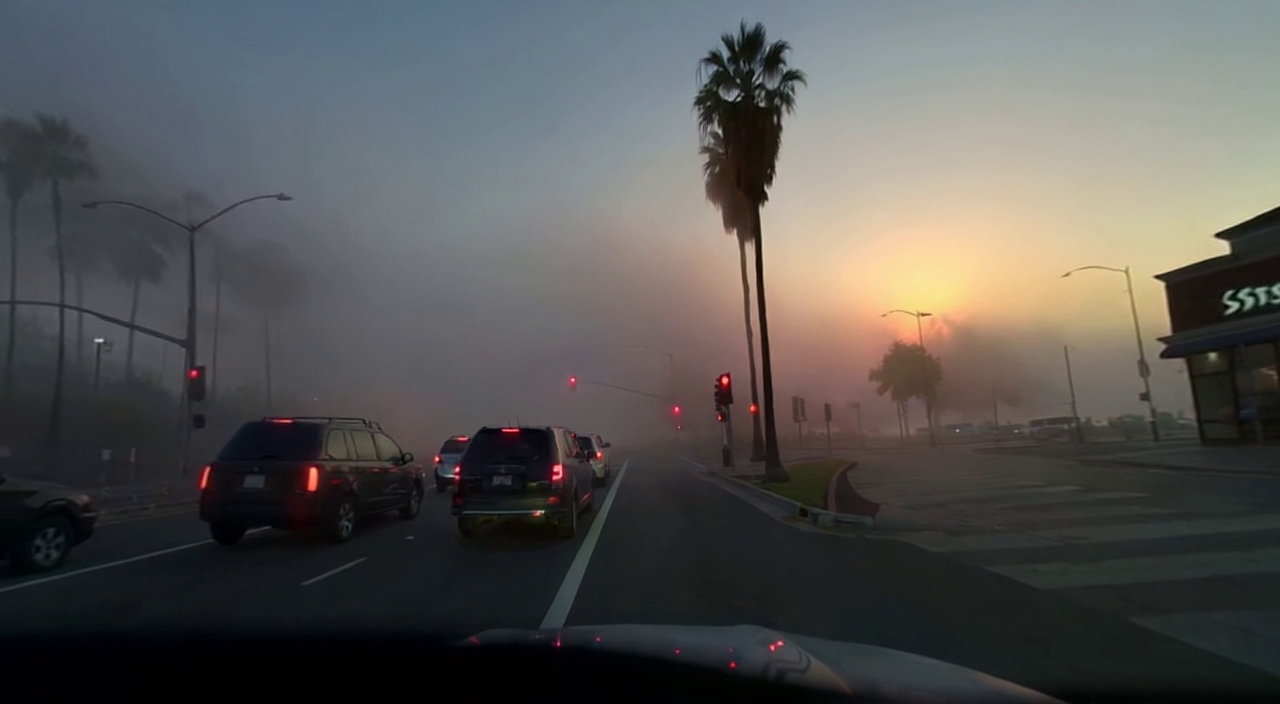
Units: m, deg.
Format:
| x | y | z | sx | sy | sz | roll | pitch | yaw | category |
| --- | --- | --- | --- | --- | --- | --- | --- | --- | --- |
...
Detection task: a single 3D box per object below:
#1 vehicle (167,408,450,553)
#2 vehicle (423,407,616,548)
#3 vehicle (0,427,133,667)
| x | y | z | sx | sy | sz | roll | pitch | yaw | category |
| --- | --- | --- | --- | --- | --- | --- | --- | --- | --- |
| -5.028 | 2.026 | 10.638 | 2.025 | 1.862 | 4.804 | 0 | -9 | 2 | vehicle |
| -1.600 | 1.903 | 10.173 | 2.153 | 1.759 | 4.320 | 0 | -9 | 1 | vehicle |
| -5.189 | 1.081 | 2.775 | 1.885 | 1.567 | 4.775 | 0 | -9 | 1 | vehicle |
